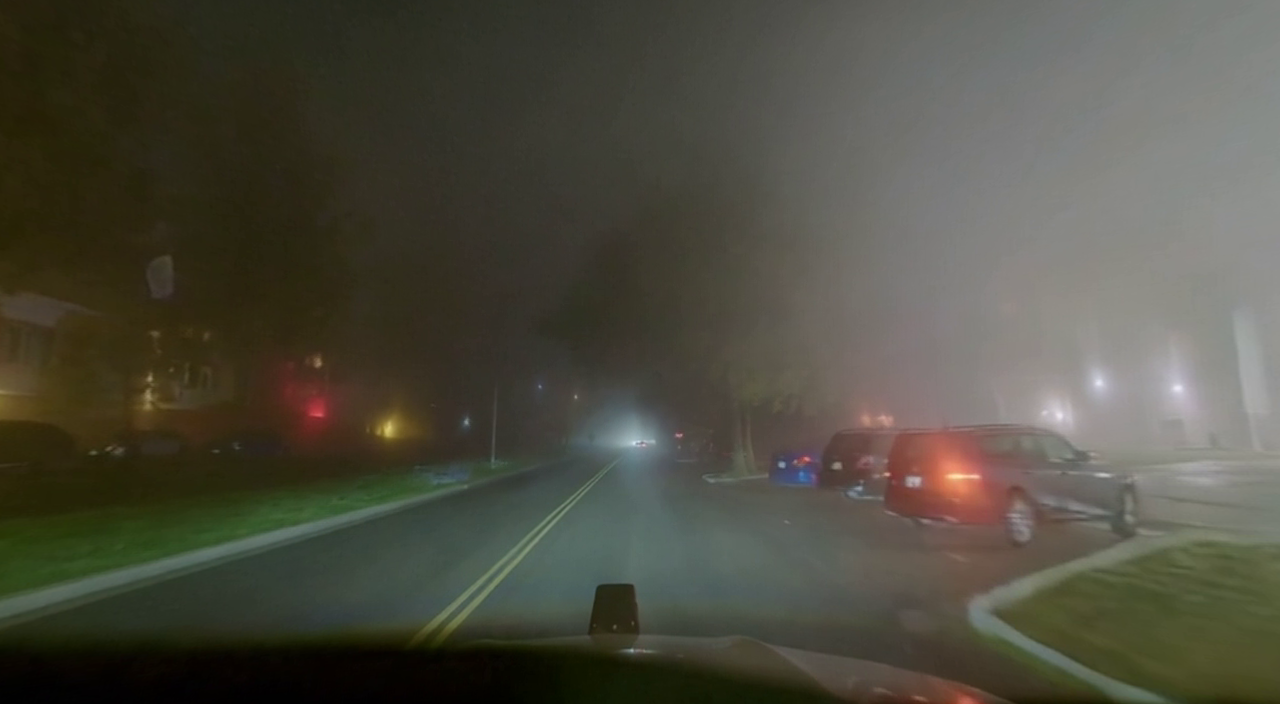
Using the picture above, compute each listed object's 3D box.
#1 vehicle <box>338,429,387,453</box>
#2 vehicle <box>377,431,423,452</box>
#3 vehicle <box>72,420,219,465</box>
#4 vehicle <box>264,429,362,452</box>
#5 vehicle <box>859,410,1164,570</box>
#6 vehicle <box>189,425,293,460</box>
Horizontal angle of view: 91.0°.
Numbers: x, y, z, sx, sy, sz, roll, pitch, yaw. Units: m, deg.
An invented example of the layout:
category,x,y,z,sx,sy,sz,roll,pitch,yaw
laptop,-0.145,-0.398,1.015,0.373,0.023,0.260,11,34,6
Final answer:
category,x,y,z,sx,sy,sz,roll,pitch,yaw
vehicle,-19.165,6.190,43.633,1.792,1.554,3.682,0,-8,-1
vehicle,-18.847,7.074,49.622,1.909,1.518,4.459,-1,-8,0
vehicle,-18.434,3.421,23.798,1.811,1.502,4.639,-1,-8,0
vehicle,-19.178,5.273,37.324,2.389,1.206,6.247,-1,-8,1
vehicle,4.714,1.582,7.930,3.531,1.529,1.903,5,-10,-35
vehicle,-18.730,4.305,29.865,1.869,1.494,4.833,0,-8,-1
